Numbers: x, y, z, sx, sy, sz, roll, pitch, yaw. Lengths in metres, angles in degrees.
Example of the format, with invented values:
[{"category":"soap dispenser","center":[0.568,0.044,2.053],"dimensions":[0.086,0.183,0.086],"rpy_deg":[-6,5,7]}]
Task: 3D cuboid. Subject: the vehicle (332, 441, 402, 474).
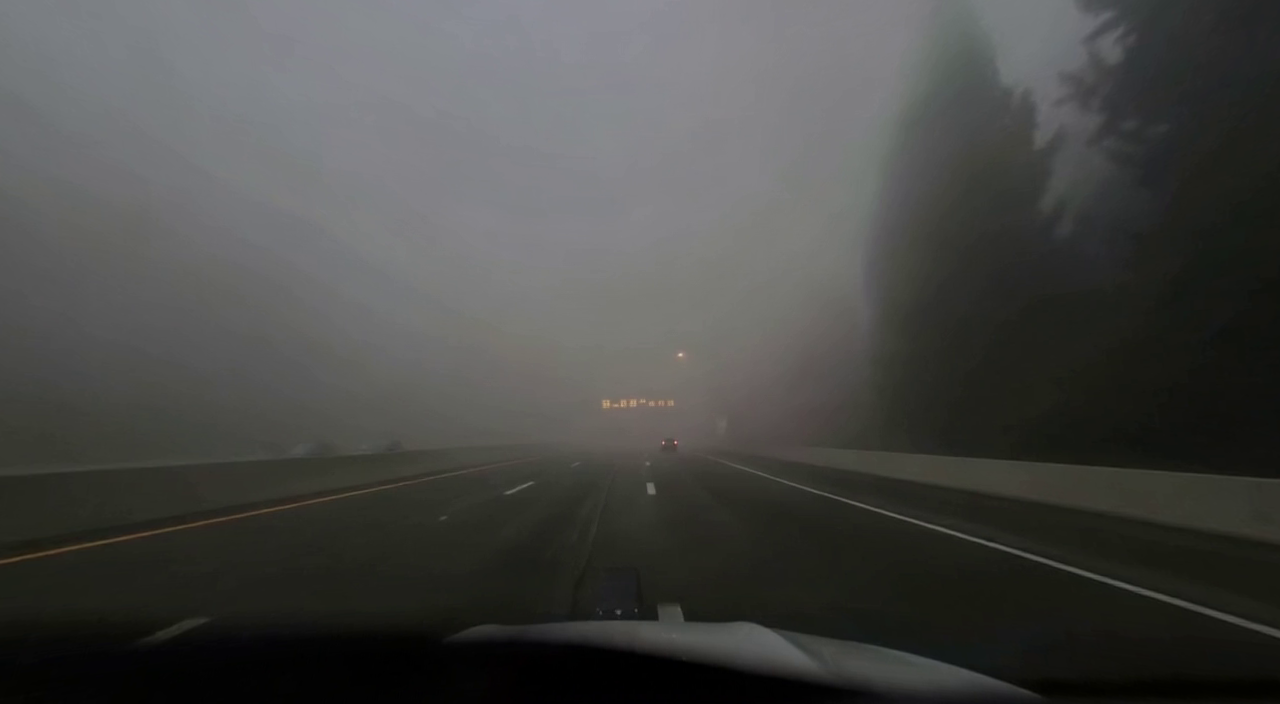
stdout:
[{"category":"vehicle","center":[-13.253,5.124,30.758],"dimensions":[1.813,1.459,3.871],"rpy_deg":[0,-8,-2]}]
